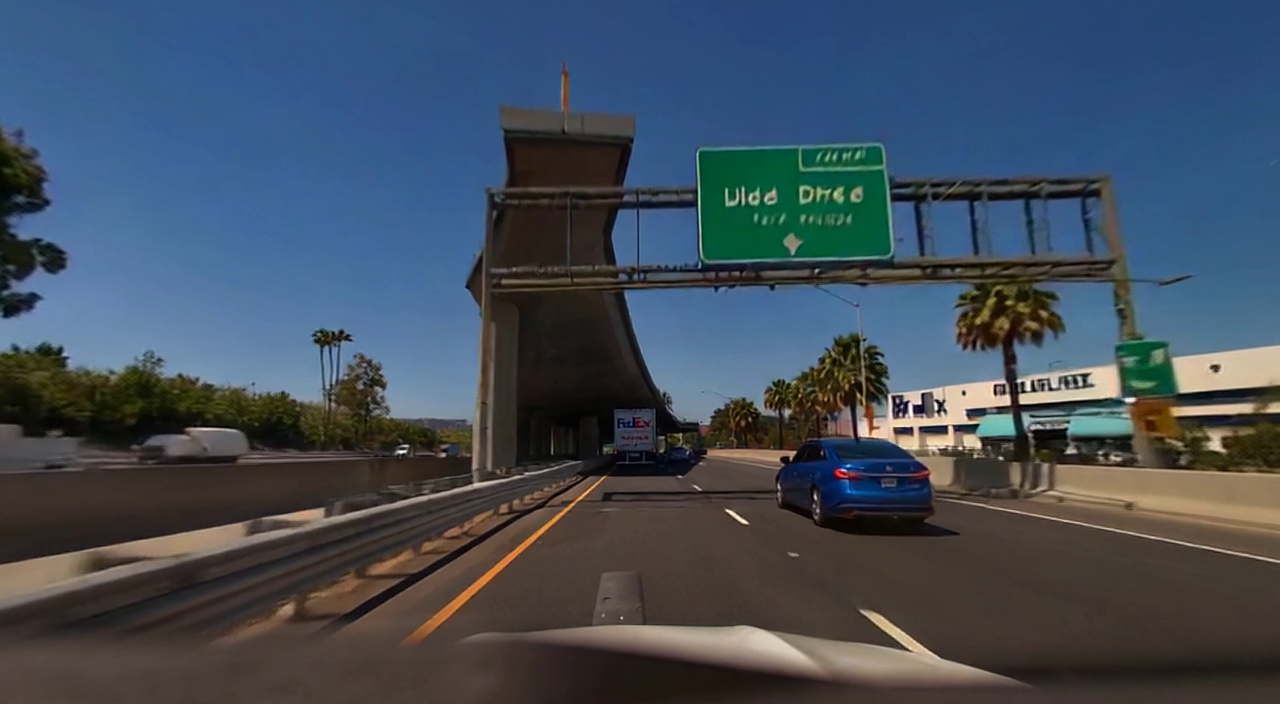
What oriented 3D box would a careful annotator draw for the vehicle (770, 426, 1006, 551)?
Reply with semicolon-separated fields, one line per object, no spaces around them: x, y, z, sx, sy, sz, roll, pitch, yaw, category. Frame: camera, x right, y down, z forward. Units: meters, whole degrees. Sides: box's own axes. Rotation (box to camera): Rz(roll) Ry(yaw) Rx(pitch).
3.578;2.052;10.118;1.966;1.558;4.238;0;-9;-1;vehicle
